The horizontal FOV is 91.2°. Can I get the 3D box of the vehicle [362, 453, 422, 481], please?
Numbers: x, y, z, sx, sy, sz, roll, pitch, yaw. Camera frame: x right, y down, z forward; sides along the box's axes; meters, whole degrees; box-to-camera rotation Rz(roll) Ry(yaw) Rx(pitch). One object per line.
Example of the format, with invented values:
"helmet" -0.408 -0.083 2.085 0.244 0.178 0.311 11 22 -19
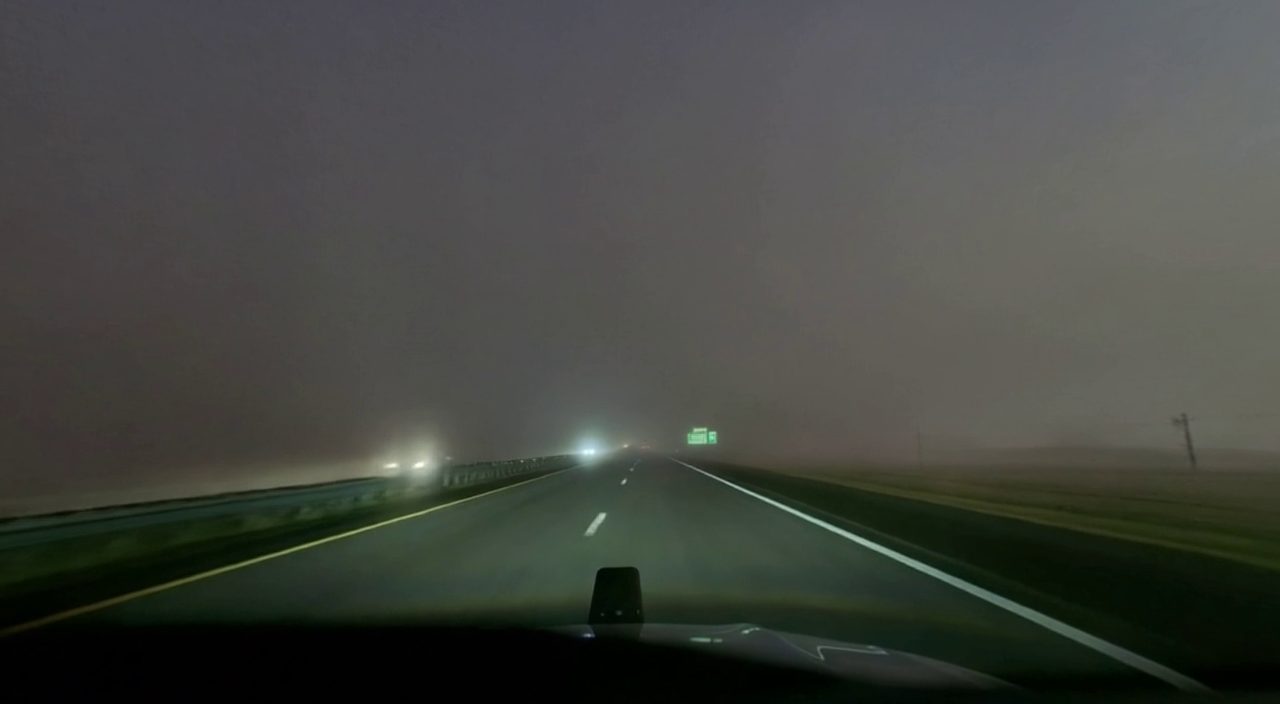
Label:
"vehicle" -14.991 6.938 38.114 1.864 1.520 4.137 -1 -9 2
